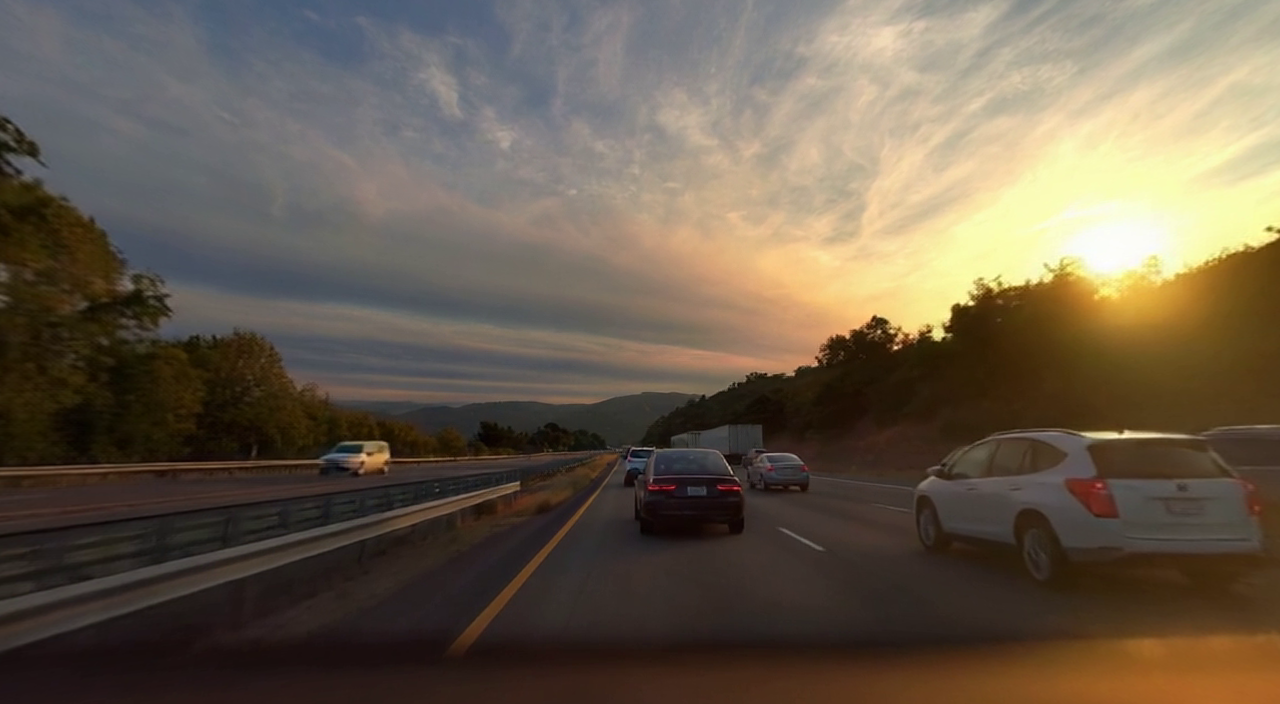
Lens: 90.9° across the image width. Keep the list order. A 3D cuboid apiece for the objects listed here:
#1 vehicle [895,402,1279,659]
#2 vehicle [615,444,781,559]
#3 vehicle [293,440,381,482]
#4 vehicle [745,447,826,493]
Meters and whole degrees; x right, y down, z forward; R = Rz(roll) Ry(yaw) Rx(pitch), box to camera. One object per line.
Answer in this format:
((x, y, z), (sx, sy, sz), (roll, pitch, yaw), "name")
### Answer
((4.625, 1.522, 6.487), (1.998, 1.657, 4.604), (0, -9, -1), "vehicle")
((0.702, 2.194, 9.906), (2.094, 1.426, 3.725), (0, -9, -1), "vehicle")
((-12.163, 4.385, 25.548), (1.744, 1.527, 3.666), (0, -9, -1), "vehicle")
((5.223, 4.276, 23.221), (1.908, 1.500, 4.157), (0, -9, -2), "vehicle")
